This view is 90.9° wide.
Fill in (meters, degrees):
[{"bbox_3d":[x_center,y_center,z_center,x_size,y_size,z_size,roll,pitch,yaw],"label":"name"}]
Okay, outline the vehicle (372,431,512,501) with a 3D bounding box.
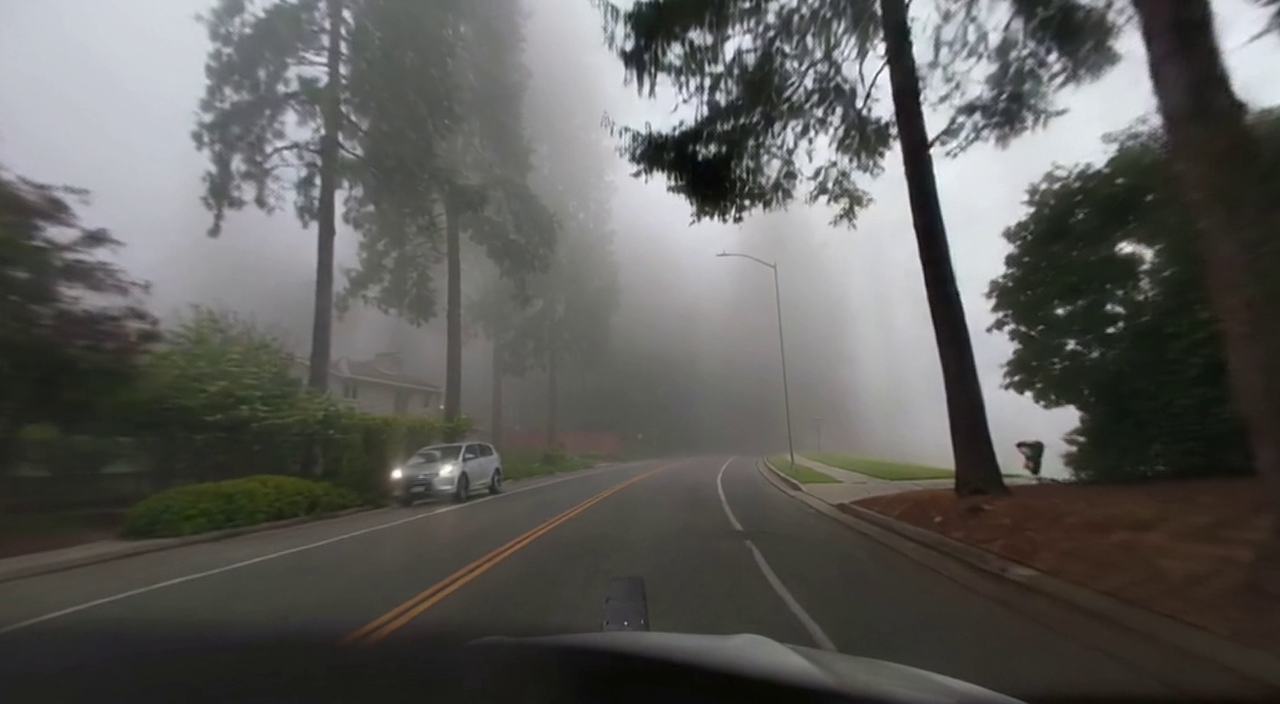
[{"bbox_3d":[-5.304,3.308,17.793,2.002,1.601,5.012,-3,-13,4],"label":"vehicle"}]
